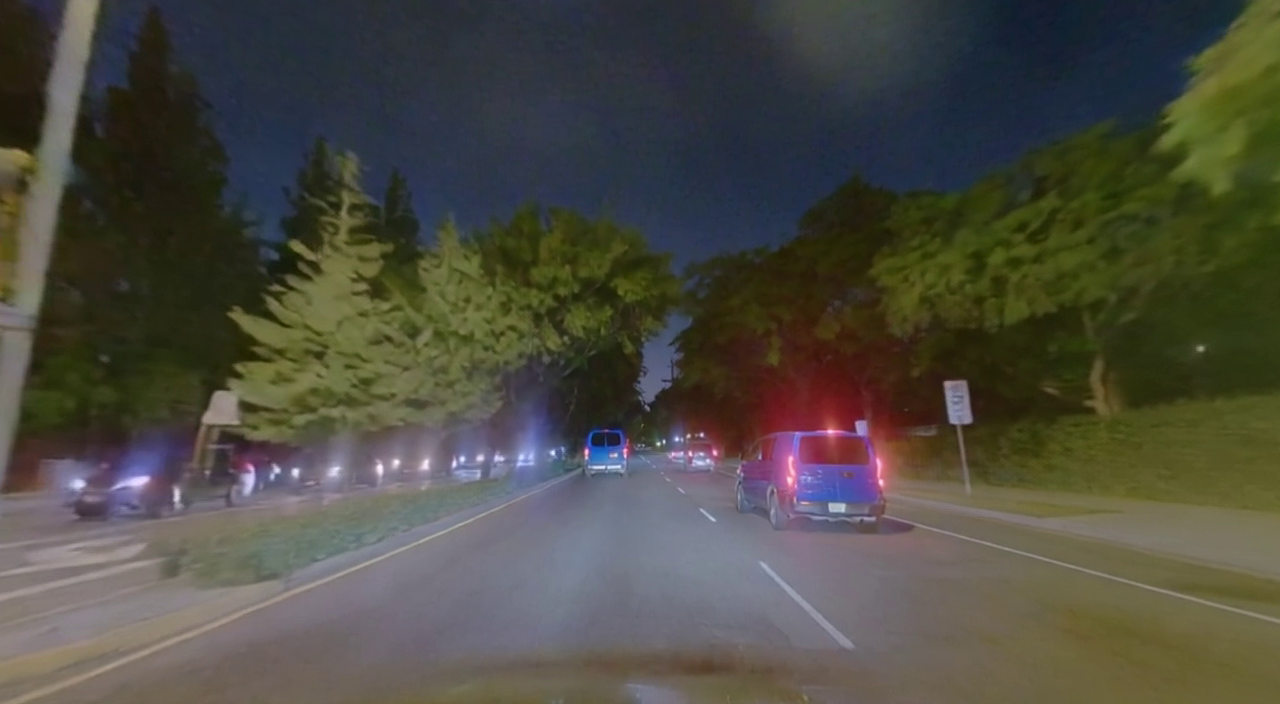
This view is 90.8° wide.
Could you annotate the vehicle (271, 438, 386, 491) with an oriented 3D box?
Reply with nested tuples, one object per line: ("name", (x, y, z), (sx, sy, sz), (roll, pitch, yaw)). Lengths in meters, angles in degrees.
("vehicle", (-10.936, 3.965, 22.546), (1.988, 1.689, 4.047), (0, -9, 1))

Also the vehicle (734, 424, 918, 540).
("vehicle", (3.037, 2.218, 11.359), (1.965, 1.671, 4.146), (0, -9, -1))

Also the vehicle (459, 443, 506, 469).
("vehicle", (-11.204, 7.410, 45.213), (2.192, 1.754, 4.569), (0, -9, 0))

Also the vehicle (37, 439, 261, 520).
("vehicle", (-11.232, 2.912, 14.941), (1.956, 1.625, 4.123), (0, -9, 0))

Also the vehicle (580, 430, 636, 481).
("vehicle", (-1.303, 4.568, 28.051), (2.228, 2.054, 4.309), (0, -9, 1))

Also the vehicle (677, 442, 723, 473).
("vehicle", (3.455, 6.215, 37.350), (2.248, 1.692, 4.252), (0, -9, -1))

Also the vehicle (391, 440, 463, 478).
("vehicle", (-11.073, 5.576, 33.273), (2.091, 1.806, 4.859), (0, -9, 0))
